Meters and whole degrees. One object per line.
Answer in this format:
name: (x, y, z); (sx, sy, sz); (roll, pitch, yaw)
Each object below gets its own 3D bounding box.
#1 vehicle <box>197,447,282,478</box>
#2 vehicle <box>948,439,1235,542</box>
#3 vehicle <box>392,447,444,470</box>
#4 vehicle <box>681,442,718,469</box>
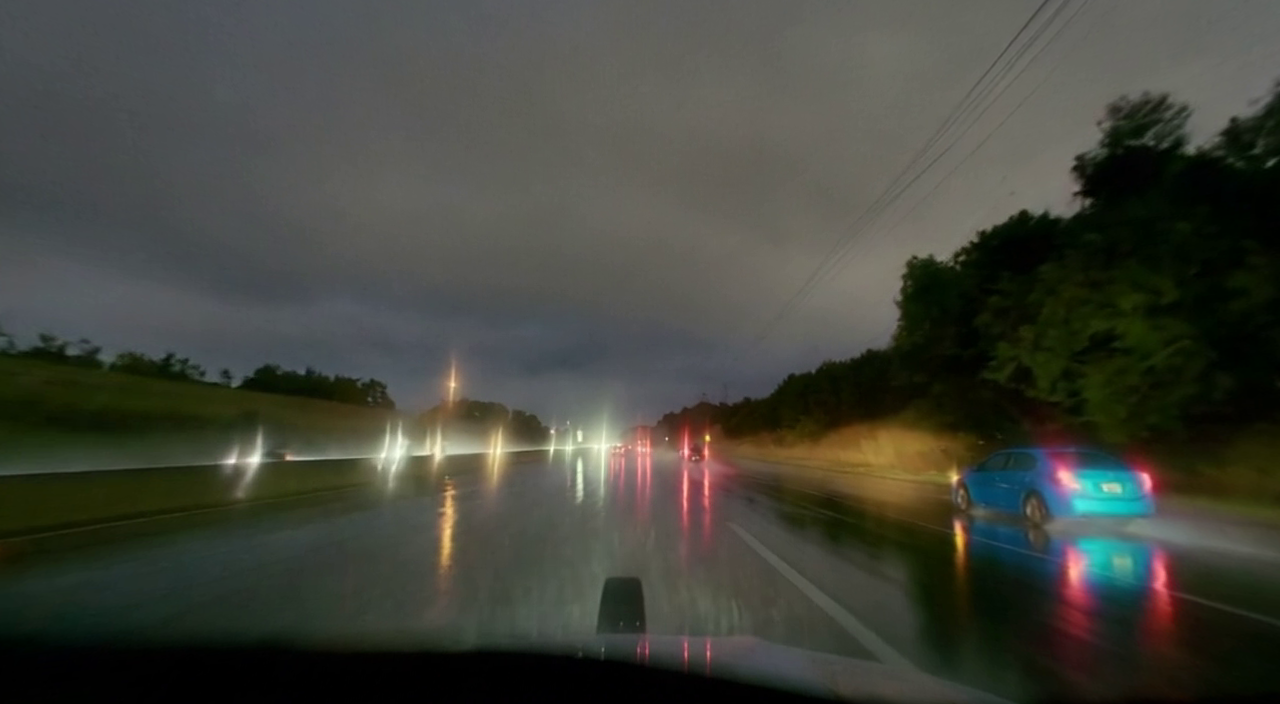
vehicle: (-23.520, 6.464, 37.191); (1.962, 1.642, 4.490); (0, -8, 1)
vehicle: (8.103, 2.489, 12.097); (1.970, 1.545, 4.818); (0, -8, 0)
vehicle: (-15.884, 7.622, 45.313); (1.905, 1.556, 4.773); (0, -9, 2)
vehicle: (4.108, 7.209, 44.137); (2.159, 1.782, 4.673); (0, -8, 0)
